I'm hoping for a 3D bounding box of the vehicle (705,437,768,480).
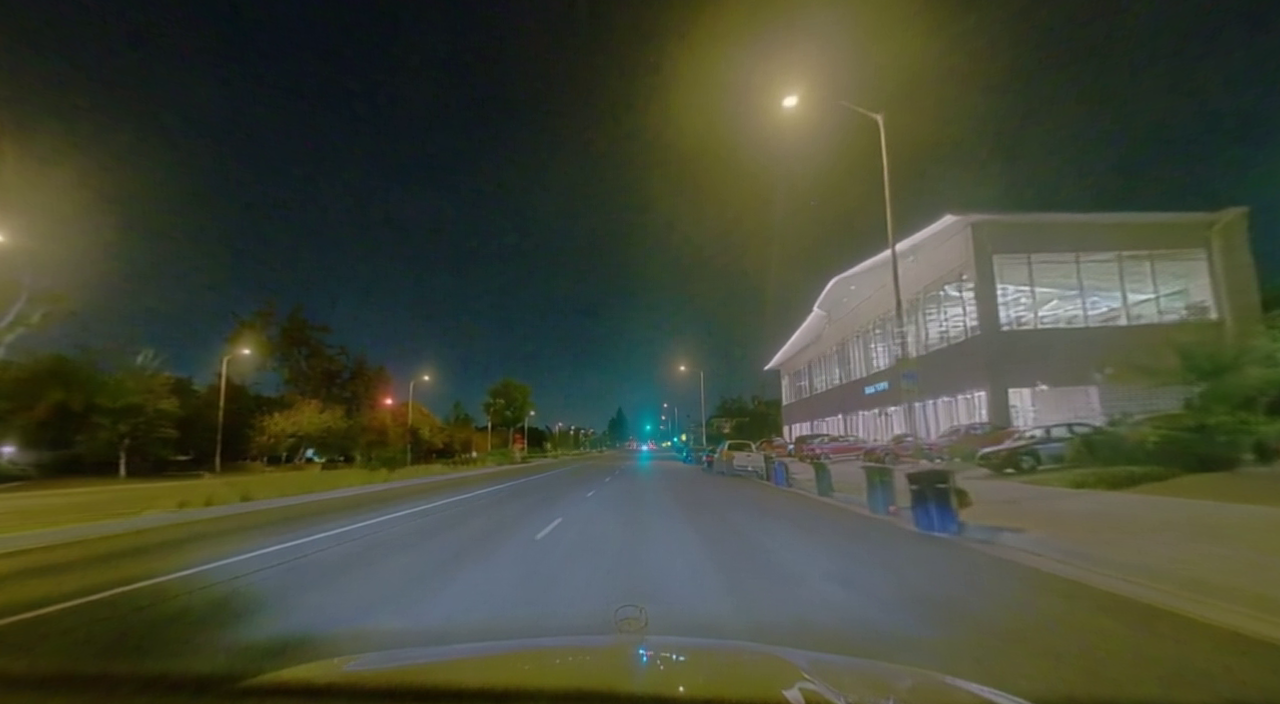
[{"bbox_3d":[4.280,4.829,28.823,2.078,1.771,5.174,0,-8,0],"label":"vehicle"}]

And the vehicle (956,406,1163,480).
[{"bbox_3d":[11.726,2.617,17.847,4.418,1.532,1.889,-6,-11,-3],"label":"vehicle"}]

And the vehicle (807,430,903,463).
[{"bbox_3d":[12.232,5.411,36.104,4.778,1.520,2.020,-5,-9,8],"label":"vehicle"}]
